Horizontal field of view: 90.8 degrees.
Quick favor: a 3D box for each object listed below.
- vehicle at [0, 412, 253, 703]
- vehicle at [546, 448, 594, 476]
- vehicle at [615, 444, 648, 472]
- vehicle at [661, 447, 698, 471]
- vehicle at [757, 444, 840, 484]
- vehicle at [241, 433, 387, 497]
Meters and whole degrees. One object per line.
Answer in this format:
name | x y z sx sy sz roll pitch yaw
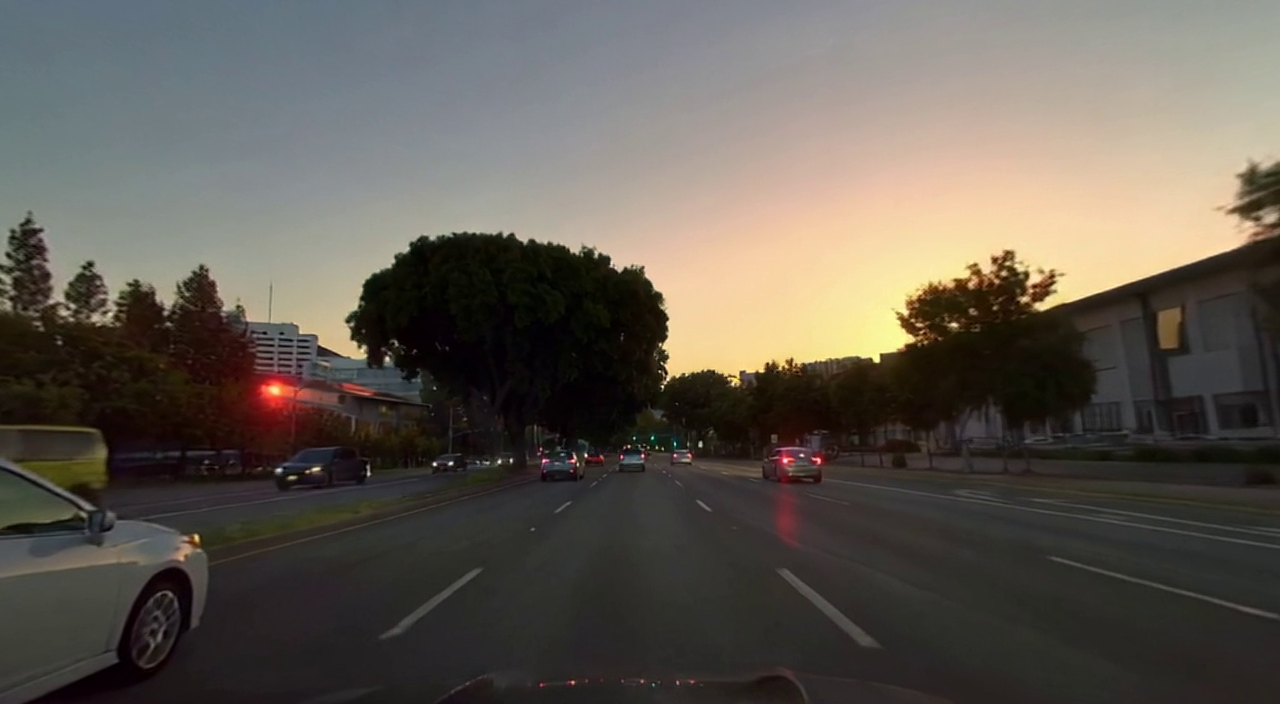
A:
vehicle | -3.742 0.936 2.225 2.018 1.476 4.364 0 -9 -1
vehicle | -3.860 6.128 35.451 2.163 1.474 4.413 0 -9 0
vehicle | -0.560 6.866 41.143 2.008 1.716 4.125 0 -9 -1
vehicle | 2.535 6.987 41.532 2.014 1.430 4.103 0 -9 -2
vehicle | 6.213 4.438 25.411 2.028 1.451 4.625 0 -9 -1
vehicle | -9.498 3.318 18.912 2.026 1.639 4.496 0 -9 -1
